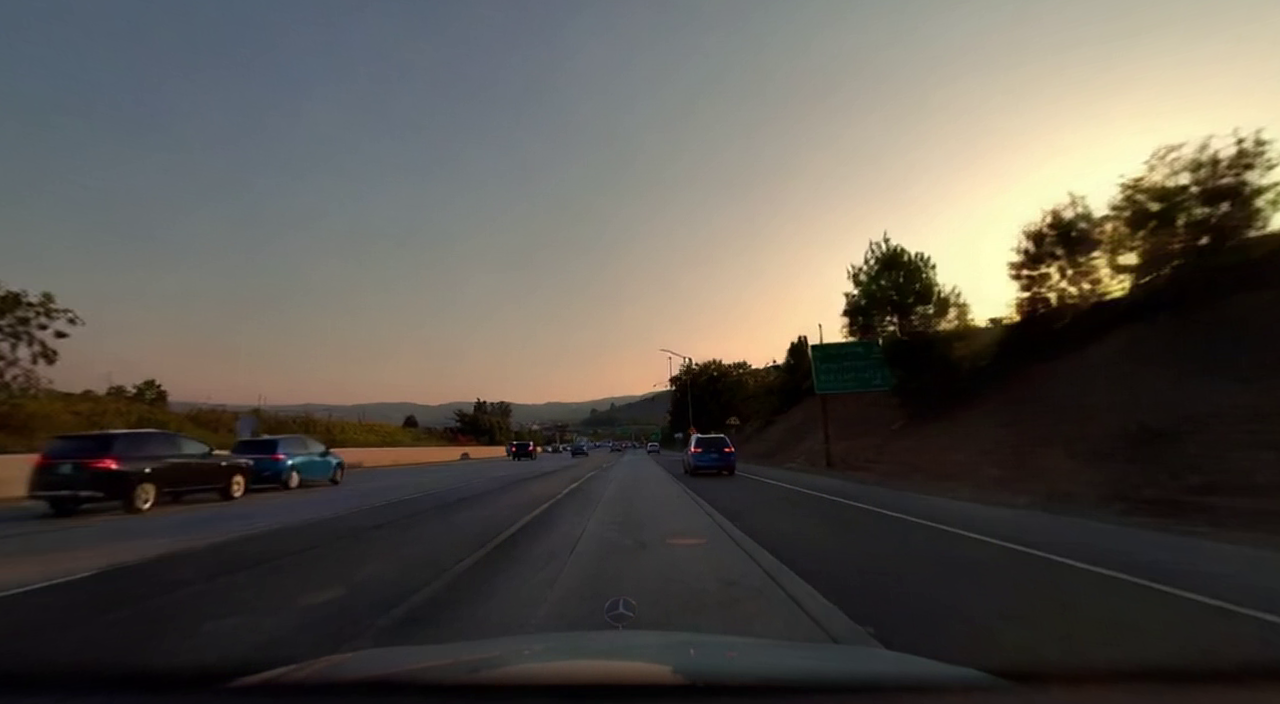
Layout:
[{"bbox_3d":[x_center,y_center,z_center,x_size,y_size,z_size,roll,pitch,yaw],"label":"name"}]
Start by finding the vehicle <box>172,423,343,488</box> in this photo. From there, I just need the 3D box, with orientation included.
[{"bbox_3d":[-14.957,4.124,25.361,2.736,2.262,6.533,0,-8,0],"label":"vehicle"}]

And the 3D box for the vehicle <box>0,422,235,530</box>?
[{"bbox_3d":[-11.273,2.524,13.427,2.137,1.873,4.687,0,-8,-1],"label":"vehicle"}]

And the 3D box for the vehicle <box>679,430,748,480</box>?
[{"bbox_3d":[2.974,4.290,26.514,2.184,1.892,4.763,0,-8,-2],"label":"vehicle"}]
